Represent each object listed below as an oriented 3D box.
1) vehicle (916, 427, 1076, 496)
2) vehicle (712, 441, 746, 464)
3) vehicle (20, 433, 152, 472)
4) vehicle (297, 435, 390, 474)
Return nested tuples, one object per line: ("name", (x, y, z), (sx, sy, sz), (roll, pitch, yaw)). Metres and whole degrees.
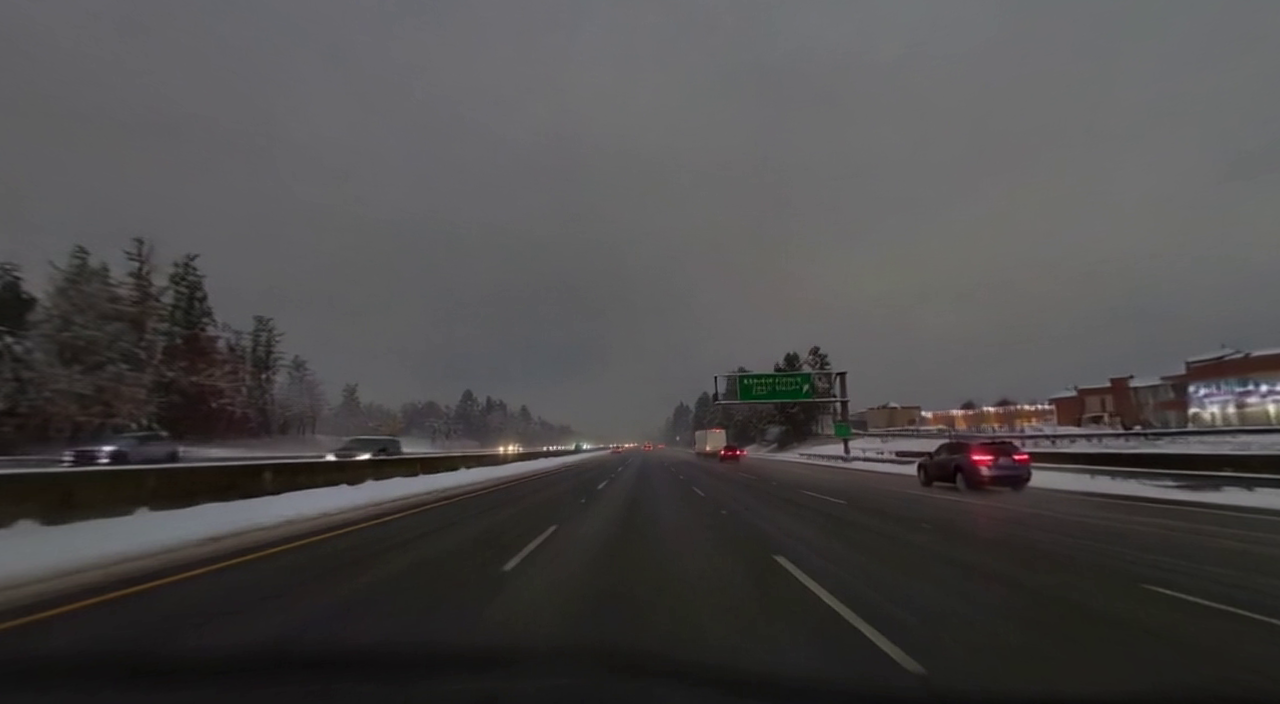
("vehicle", (10.778, 3.329, 19.625), (2.168, 1.861, 4.678), (0, -8, 0))
("vehicle", (6.996, 7.951, 49.971), (2.064, 1.681, 4.287), (0, -8, -1))
("vehicle", (-25.843, 4.687, 29.683), (1.949, 1.676, 4.578), (0, -8, 1))
("vehicle", (-12.518, 4.349, 26.930), (1.827, 1.495, 4.213), (0, -8, 1))
